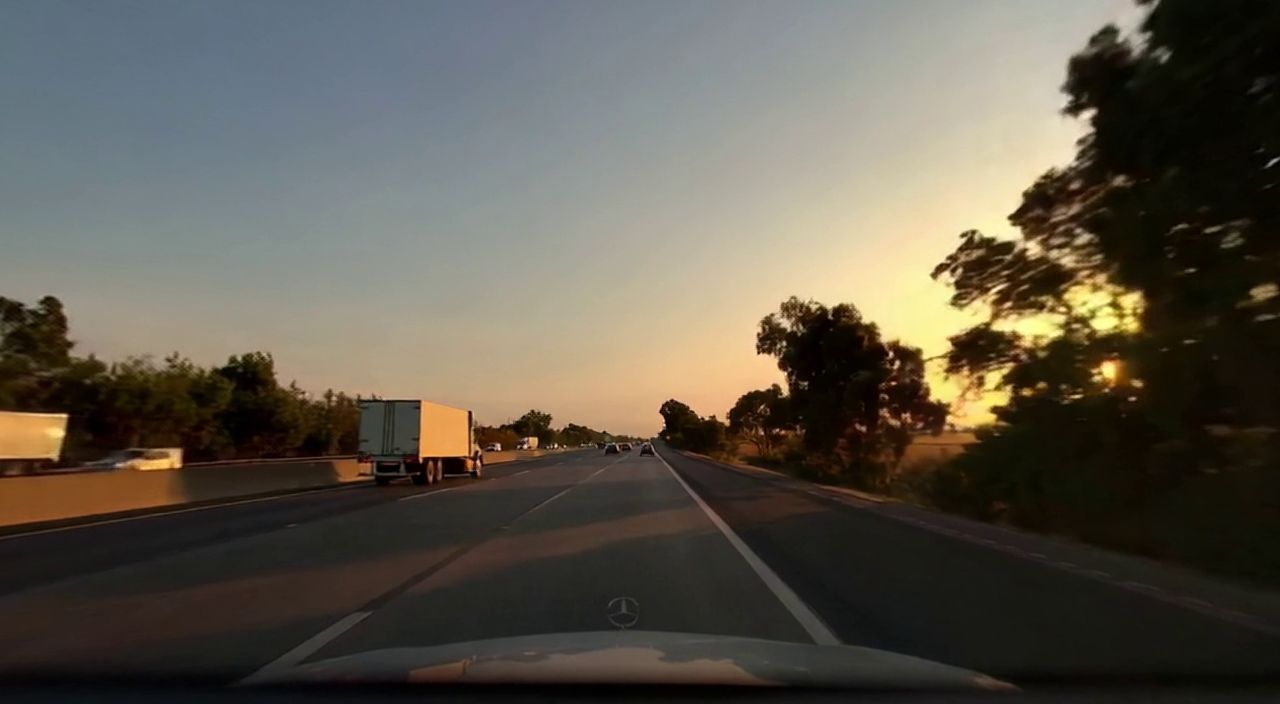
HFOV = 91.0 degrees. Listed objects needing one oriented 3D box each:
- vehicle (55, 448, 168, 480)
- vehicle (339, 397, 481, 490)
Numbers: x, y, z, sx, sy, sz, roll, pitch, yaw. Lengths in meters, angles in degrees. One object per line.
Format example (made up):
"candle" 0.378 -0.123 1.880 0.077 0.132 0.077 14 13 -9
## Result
"vehicle" -29.286 6.170 35.142 1.922 1.644 4.866 0 -9 2
"vehicle" -7.395 3.090 21.206 2.444 2.685 5.893 0 -9 1
